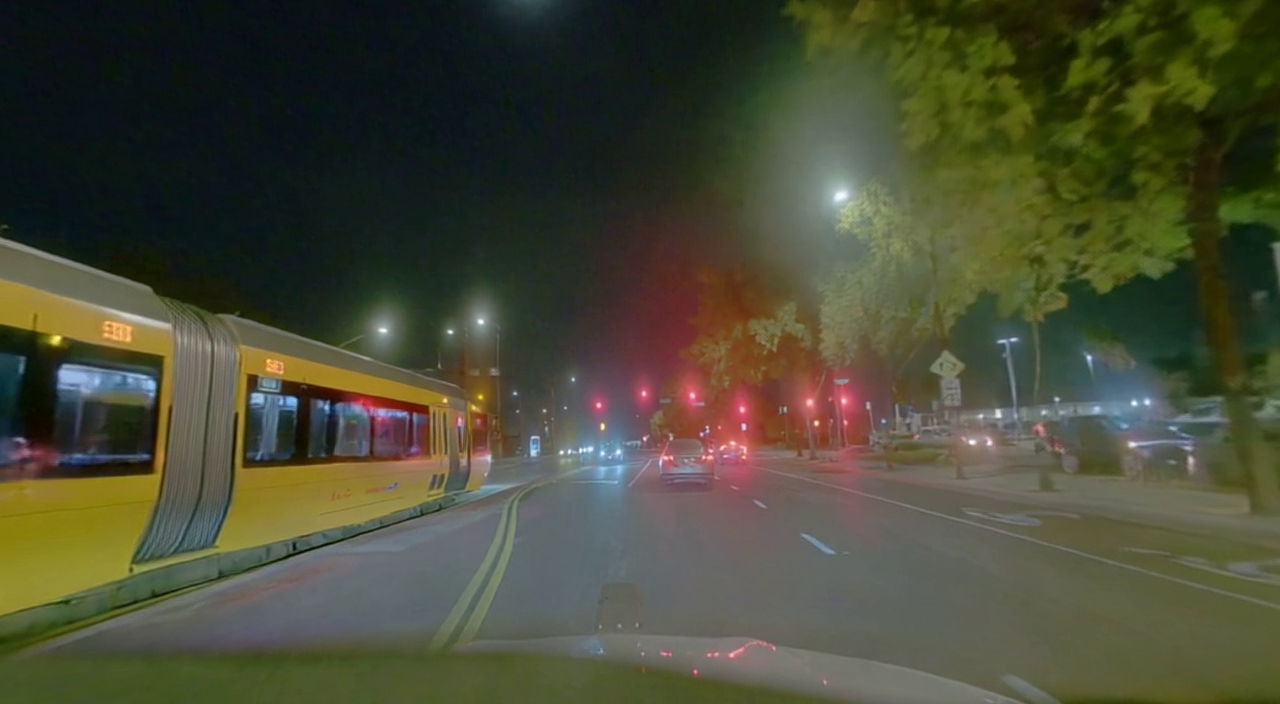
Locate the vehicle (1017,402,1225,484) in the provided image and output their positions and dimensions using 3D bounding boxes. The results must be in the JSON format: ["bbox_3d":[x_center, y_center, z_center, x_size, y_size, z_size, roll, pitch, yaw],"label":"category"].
[{"bbox_3d":[14.441,2.729,19.596,2.221,2.116,5.535,-1,-6,2],"label":"vehicle"}]

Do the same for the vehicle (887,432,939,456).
[{"bbox_3d":[18.142,6.127,42.165,1.831,1.545,3.872,0,-8,1],"label":"vehicle"}]

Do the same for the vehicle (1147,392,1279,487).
[{"bbox_3d":[14.133,1.867,13.465,2.145,1.911,5.581,-1,-8,3],"label":"vehicle"}]

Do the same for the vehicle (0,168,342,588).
[{"bbox_3d":[-7.160,0.121,4.707,2.897,3.700,13.528,0,-7,2],"label":"vehicle"}]

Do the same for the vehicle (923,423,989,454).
[{"bbox_3d":[20.675,5.701,41.529,2.116,1.937,4.515,-1,-8,3],"label":"vehicle"}]

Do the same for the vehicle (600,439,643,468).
[{"bbox_3d":[-0.985,5.653,35.361,2.118,1.478,4.076,0,-8,2],"label":"vehicle"}]

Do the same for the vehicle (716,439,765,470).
[{"bbox_3d":[5.125,5.278,32.760,1.944,1.447,4.392,0,-8,1],"label":"vehicle"}]

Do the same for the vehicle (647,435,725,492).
[{"bbox_3d":[1.235,3.195,18.527,2.002,1.471,4.337,0,-8,2],"label":"vehicle"}]
